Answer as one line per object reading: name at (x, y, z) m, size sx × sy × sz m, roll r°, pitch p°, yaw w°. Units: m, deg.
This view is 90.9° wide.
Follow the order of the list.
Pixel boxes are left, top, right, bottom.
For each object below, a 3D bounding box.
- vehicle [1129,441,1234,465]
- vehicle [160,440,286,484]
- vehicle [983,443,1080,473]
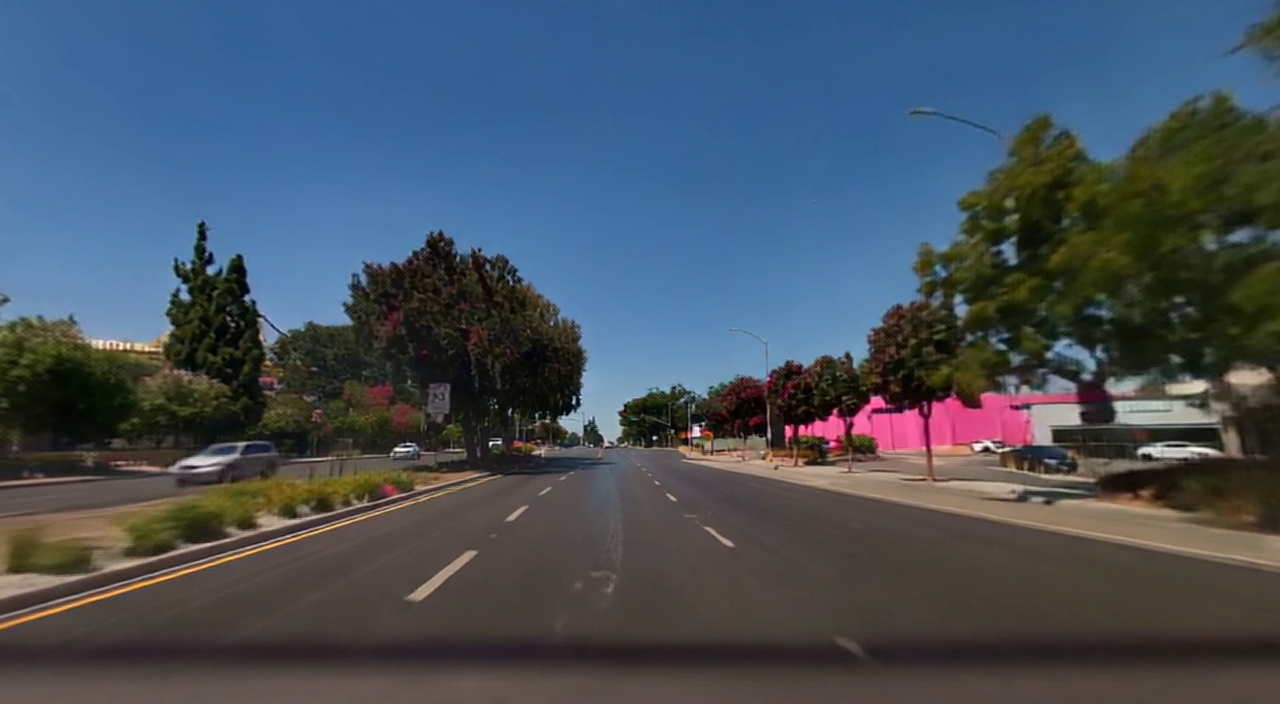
vehicle at (33.345, 6.209, 38.912) m, size 4.490 × 1.425 × 2.022 m, roll -1°, pitch -9°, yaw 3°
vehicle at (-15.760, 4.164, 24.136) m, size 1.996 × 1.513 × 4.278 m, roll 0°, pitch -8°, yaw -2°
vehicle at (18.795, 5.089, 30.352) m, size 3.492 × 1.379 × 1.734 m, roll 0°, pitch -9°, yaw -4°
